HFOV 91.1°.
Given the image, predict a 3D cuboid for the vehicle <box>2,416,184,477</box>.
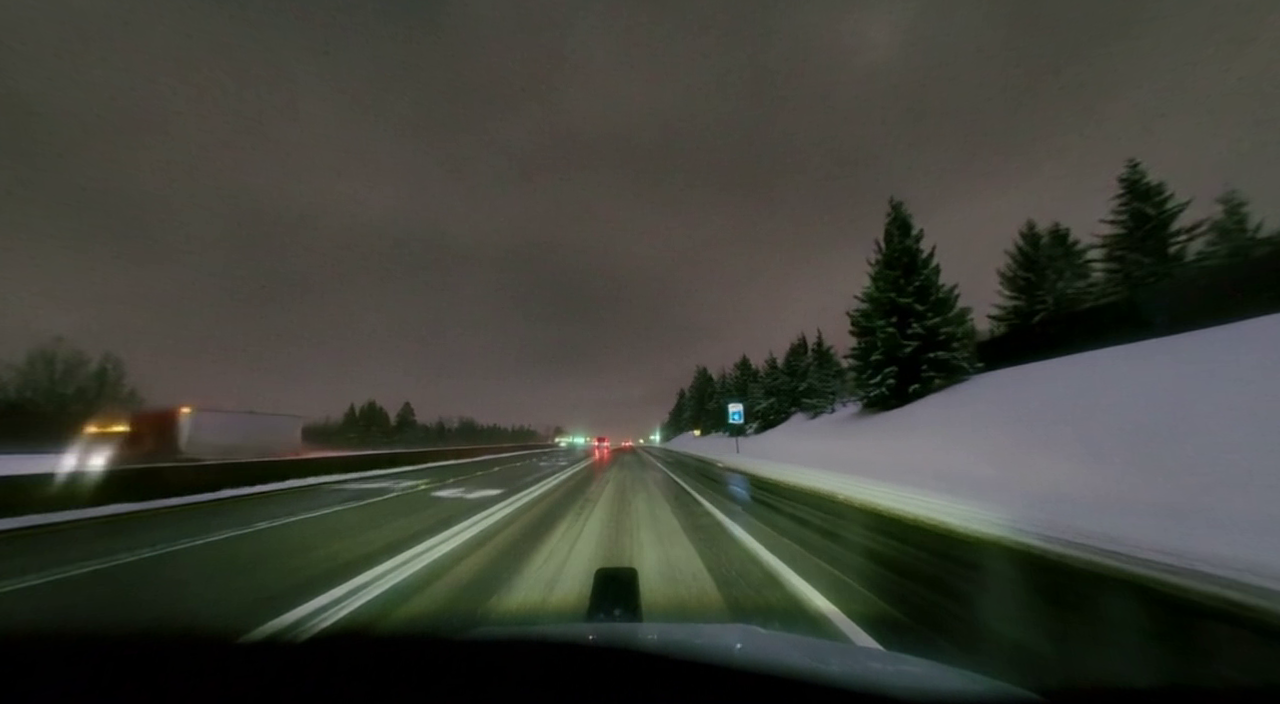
[{"bbox_3d":[-25.742,4.482,30.178,2.329,2.580,7.176,0,-8,-1],"label":"vehicle"}]
